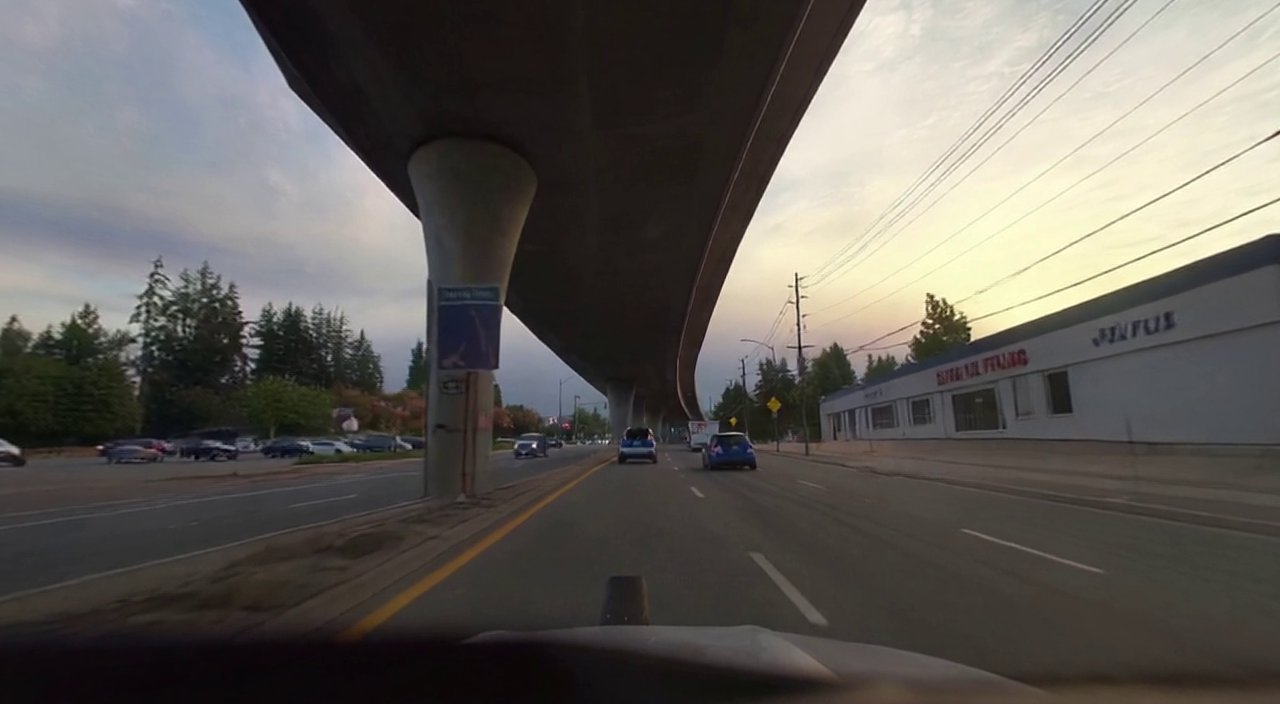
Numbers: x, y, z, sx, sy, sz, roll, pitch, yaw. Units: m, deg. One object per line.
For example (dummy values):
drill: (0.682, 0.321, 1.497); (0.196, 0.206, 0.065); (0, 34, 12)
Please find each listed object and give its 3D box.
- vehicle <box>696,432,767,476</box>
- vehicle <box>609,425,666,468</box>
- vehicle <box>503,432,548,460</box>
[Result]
vehicle: (3.343, 3.828, 23.948); (1.954, 1.479, 4.557); (0, -8, -1)
vehicle: (-0.051, 4.377, 29.206); (2.441, 1.813, 4.581); (0, -8, 1)
vehicle: (-7.957, 6.585, 44.230); (2.137, 1.811, 4.549); (-1, -8, 3)
